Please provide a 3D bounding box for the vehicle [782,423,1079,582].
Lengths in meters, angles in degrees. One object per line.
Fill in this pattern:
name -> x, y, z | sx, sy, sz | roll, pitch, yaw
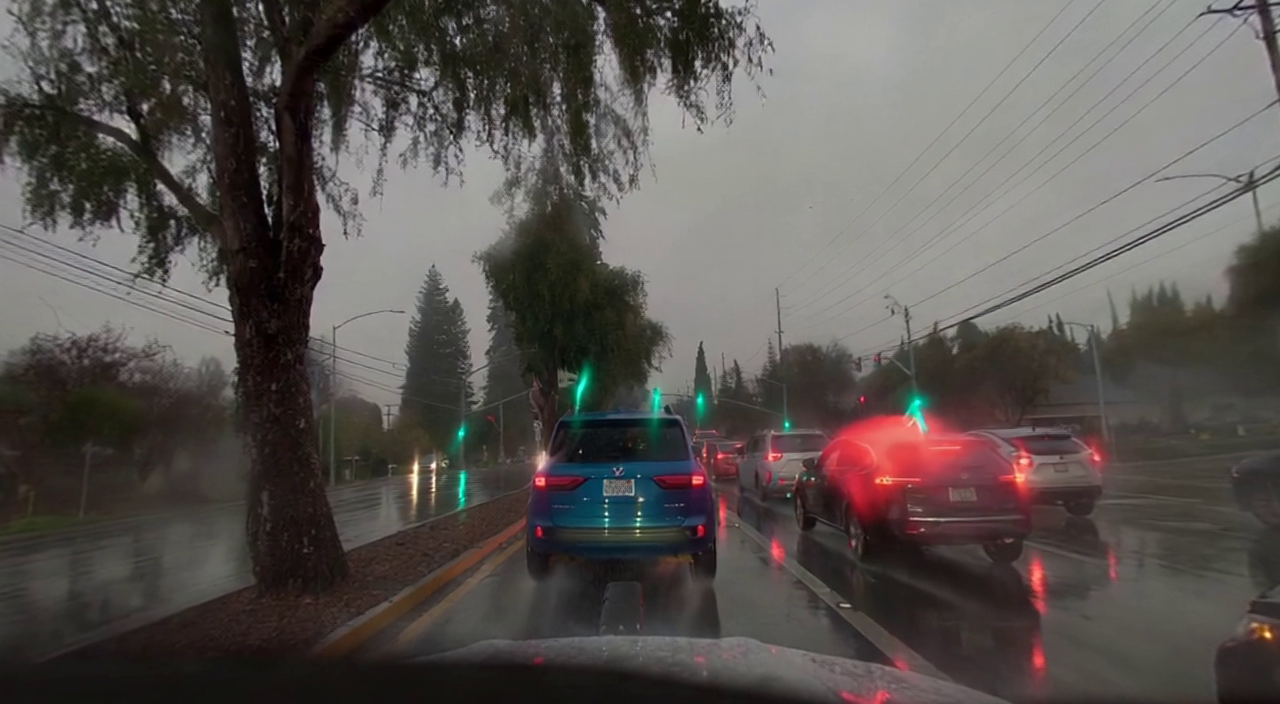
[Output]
vehicle -> 3.427, 1.850, 8.621 | 1.880, 1.579, 4.401 | 0, -9, -1

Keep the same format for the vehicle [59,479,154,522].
vehicle -> -26.344, 7.329, 31.172 | 4.526, 1.715, 1.989 | -11, -13, 29

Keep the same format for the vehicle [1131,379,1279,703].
vehicle -> 3.276, 0.630, 0.753 | 1.889, 1.517, 4.308 | 0, -9, 0

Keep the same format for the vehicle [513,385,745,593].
vehicle -> -0.135, 1.644, 8.335 | 2.231, 1.998, 4.254 | 0, -9, -1
